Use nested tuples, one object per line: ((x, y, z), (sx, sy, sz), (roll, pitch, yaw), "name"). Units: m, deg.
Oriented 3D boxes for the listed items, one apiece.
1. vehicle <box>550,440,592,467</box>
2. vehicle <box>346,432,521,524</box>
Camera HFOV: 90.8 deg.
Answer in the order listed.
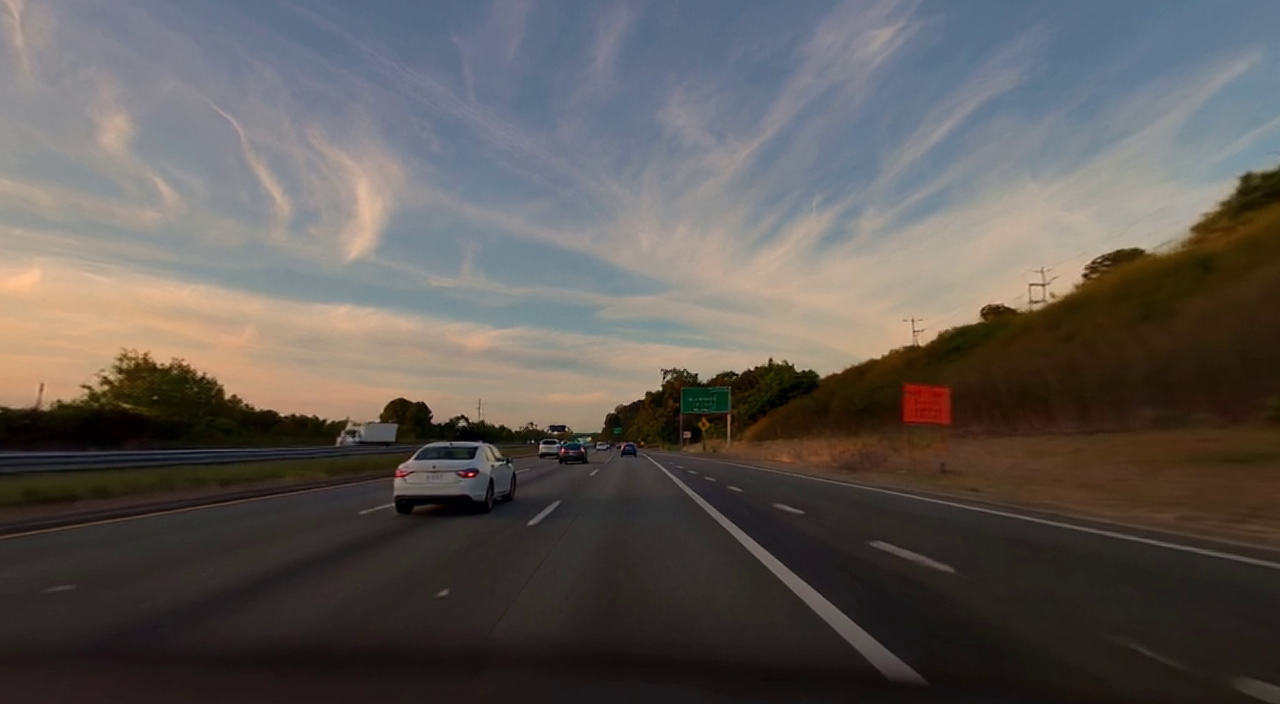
((-4.080, 6.079, 37.928), (2.068, 1.501, 4.395), (0, -8, -1), "vehicle")
((-3.832, 2.413, 12.702), (2.025, 1.506, 4.429), (0, -8, 0), "vehicle")
